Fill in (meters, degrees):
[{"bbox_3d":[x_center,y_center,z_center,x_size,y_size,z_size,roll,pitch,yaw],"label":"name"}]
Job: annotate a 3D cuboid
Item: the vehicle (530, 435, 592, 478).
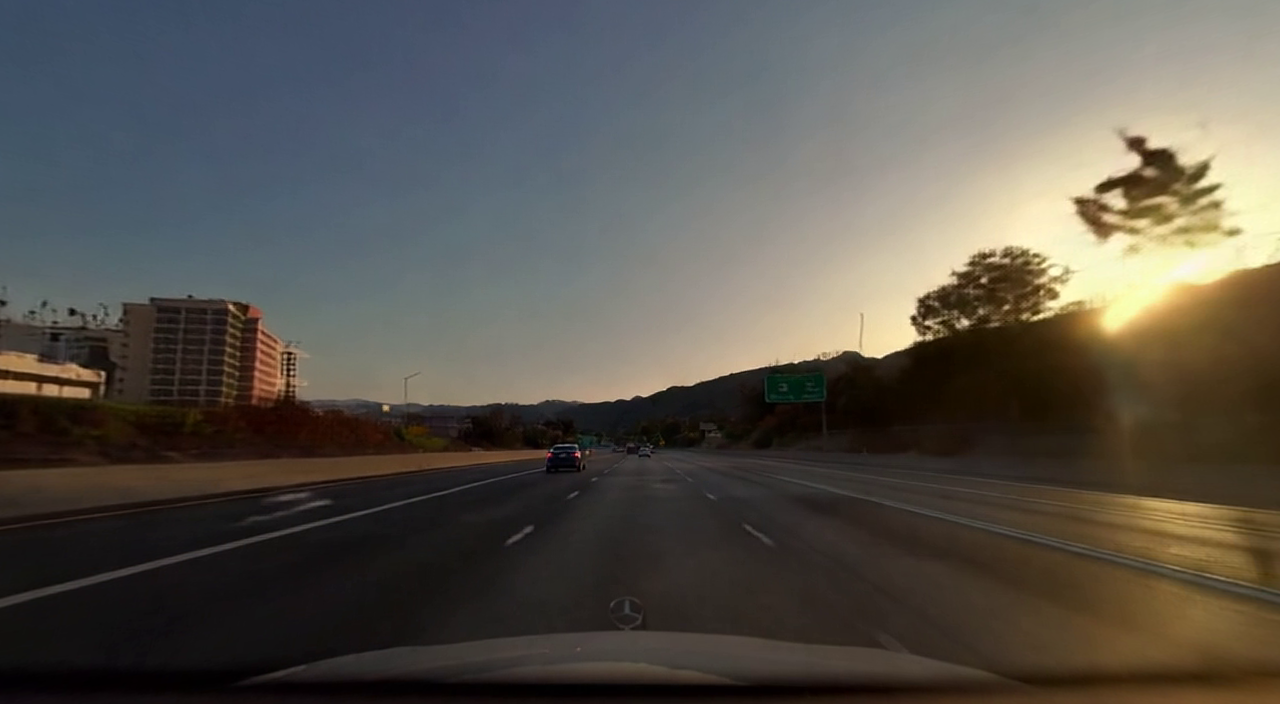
[{"bbox_3d":[-3.304,4.486,27.372,2.072,1.706,4.359,0,-8,1],"label":"vehicle"}]
